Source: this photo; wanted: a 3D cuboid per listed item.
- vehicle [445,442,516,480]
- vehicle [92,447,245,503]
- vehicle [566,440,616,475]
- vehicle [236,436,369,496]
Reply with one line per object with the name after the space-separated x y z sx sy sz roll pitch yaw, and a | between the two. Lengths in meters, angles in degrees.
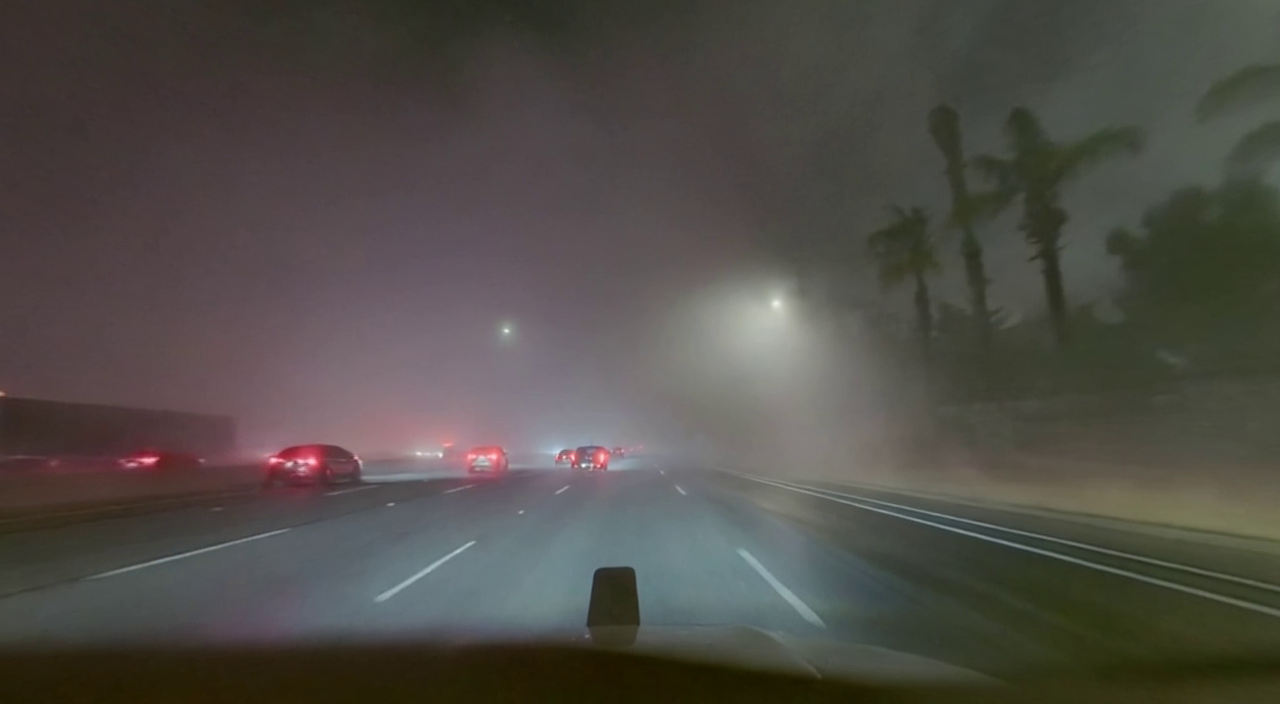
-7.625 5.227 30.649 2.204 1.677 4.438 -1 -8 1 | vehicle
-15.890 4.107 21.627 1.836 1.662 4.317 -1 -8 1 | vehicle
-2.424 5.365 32.401 2.201 1.672 4.128 -1 -8 0 | vehicle
-11.884 4.005 22.724 1.986 1.875 4.902 -1 -8 1 | vehicle
